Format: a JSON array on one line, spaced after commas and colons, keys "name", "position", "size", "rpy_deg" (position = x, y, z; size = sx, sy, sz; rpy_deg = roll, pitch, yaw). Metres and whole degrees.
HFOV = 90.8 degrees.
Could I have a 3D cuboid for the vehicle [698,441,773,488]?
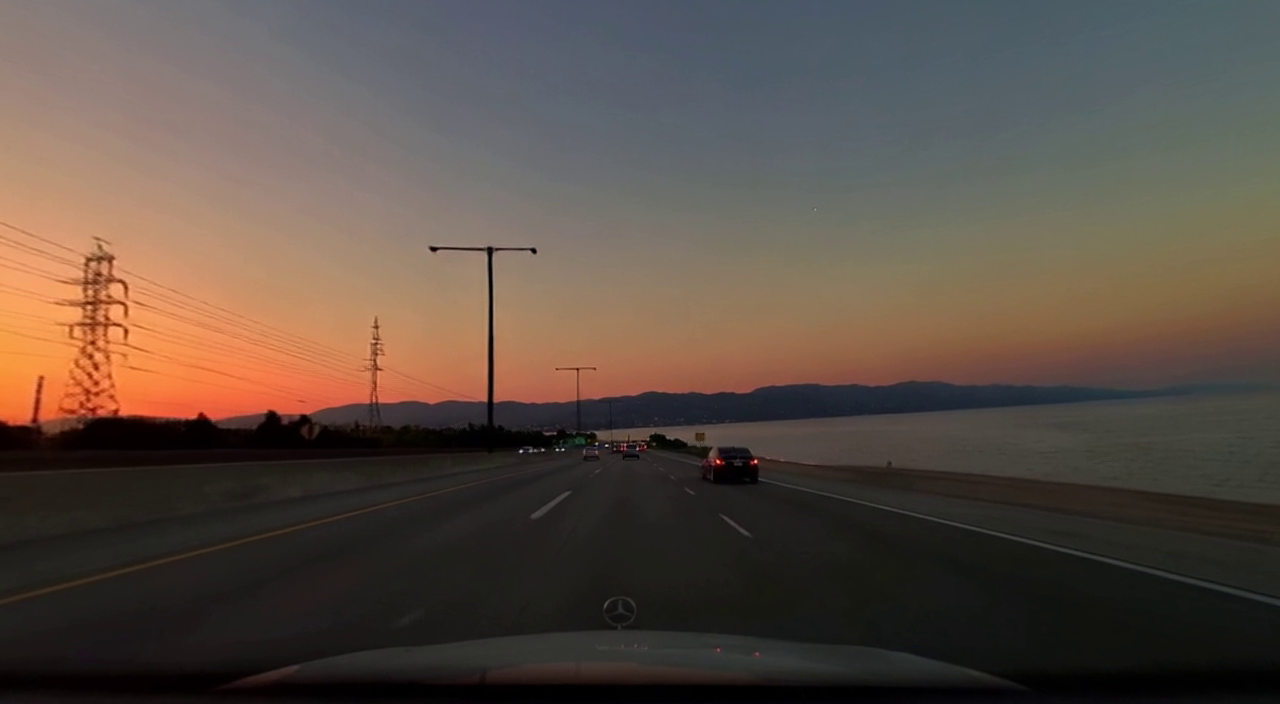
[{"name": "vehicle", "position": [3.267, 3.967, 22.574], "size": [1.890, 1.490, 4.373], "rpy_deg": [0, -8, -1]}]
